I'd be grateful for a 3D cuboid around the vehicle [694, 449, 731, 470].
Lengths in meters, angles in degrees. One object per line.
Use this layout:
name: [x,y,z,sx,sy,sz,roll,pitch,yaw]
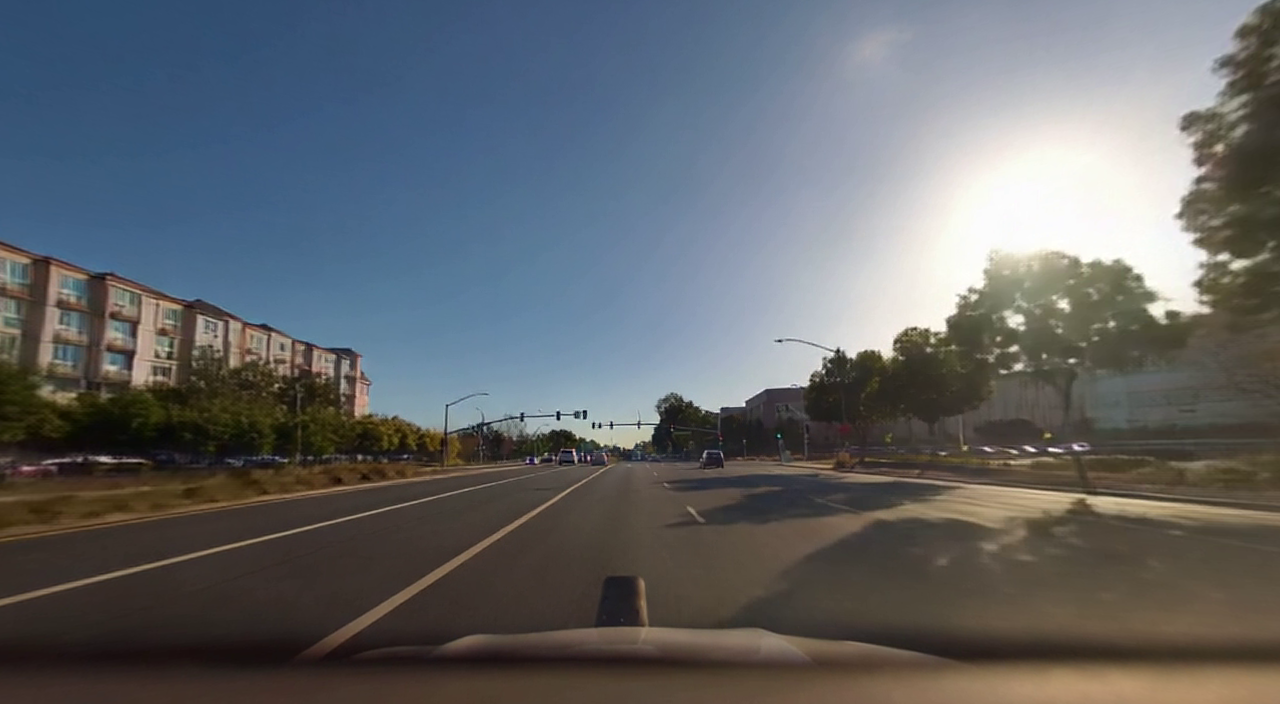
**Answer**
vehicle: [5.532,8.296,48.972,2.187,1.475,4.529,0,-9,-2]
